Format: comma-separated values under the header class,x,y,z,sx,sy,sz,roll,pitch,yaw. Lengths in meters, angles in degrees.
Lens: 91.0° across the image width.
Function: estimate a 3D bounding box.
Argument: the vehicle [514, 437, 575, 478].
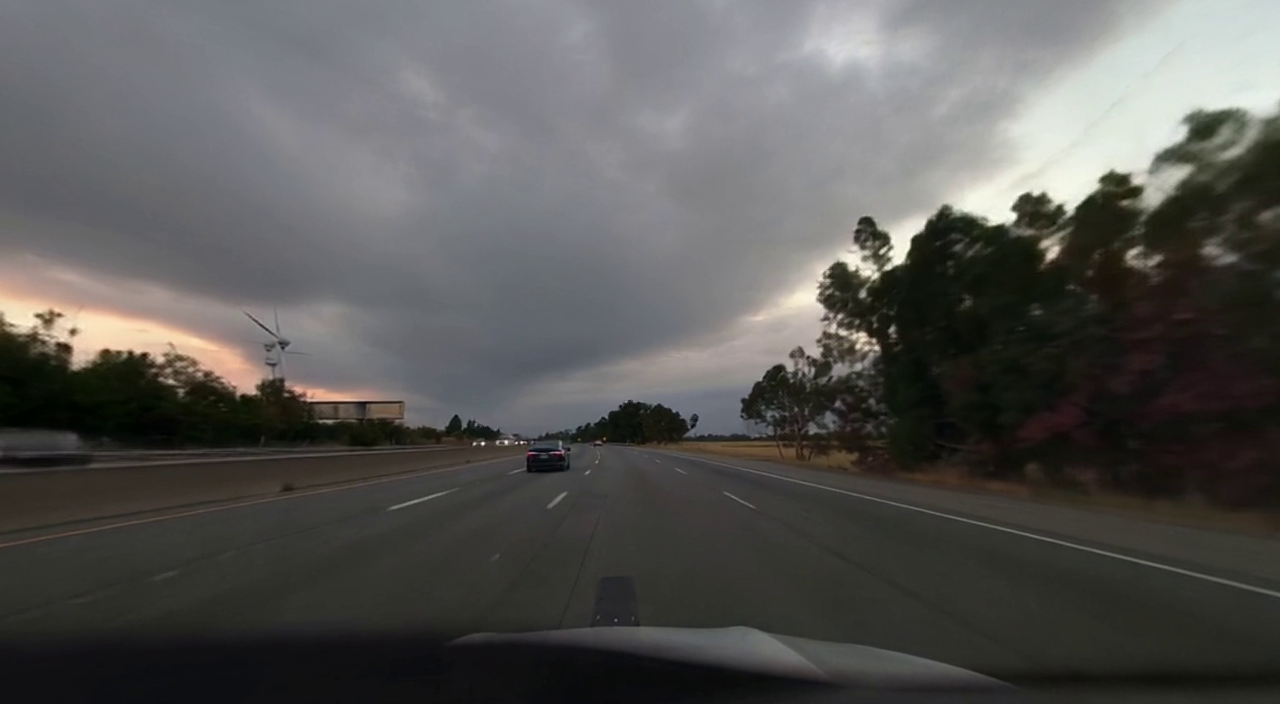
class,x,y,z,sx,sy,sz,roll,pitch,yaw
vehicle,-3.956,4.430,26.786,2.053,1.549,4.097,0,-8,-2
